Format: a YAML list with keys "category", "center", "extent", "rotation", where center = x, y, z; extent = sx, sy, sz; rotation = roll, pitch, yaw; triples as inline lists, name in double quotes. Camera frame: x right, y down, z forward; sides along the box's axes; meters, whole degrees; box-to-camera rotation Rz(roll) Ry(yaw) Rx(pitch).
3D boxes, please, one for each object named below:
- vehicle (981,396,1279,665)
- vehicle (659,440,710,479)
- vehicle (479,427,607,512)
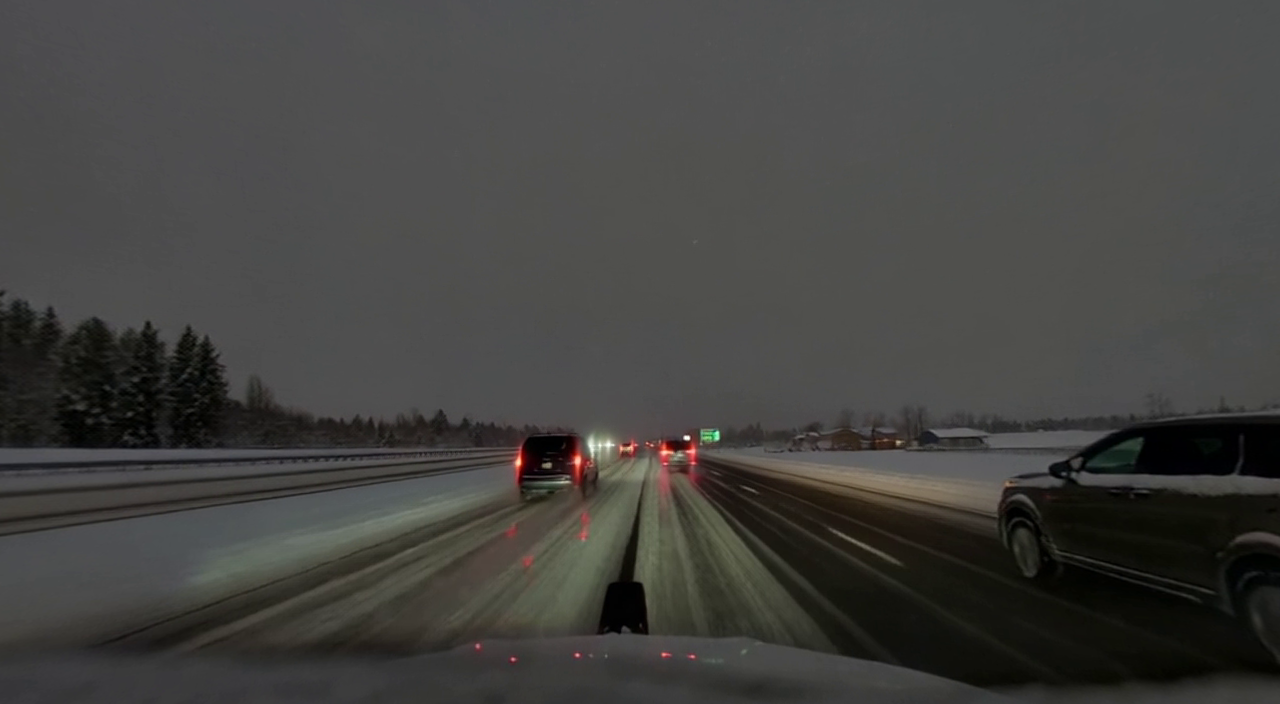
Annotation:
- category: "vehicle"
  center: [4.855, 1.211, 4.788]
  extent: [2.027, 1.588, 4.611]
  rotation: [0, -8, 2]
- category: "vehicle"
  center: [1.845, 4.614, 27.364]
  extent: [2.000, 1.558, 3.945]
  rotation: [0, -8, 1]
- category: "vehicle"
  center: [-2.147, 2.795, 15.513]
  extent: [2.239, 1.761, 4.620]
  rotation: [-1, -8, 2]
